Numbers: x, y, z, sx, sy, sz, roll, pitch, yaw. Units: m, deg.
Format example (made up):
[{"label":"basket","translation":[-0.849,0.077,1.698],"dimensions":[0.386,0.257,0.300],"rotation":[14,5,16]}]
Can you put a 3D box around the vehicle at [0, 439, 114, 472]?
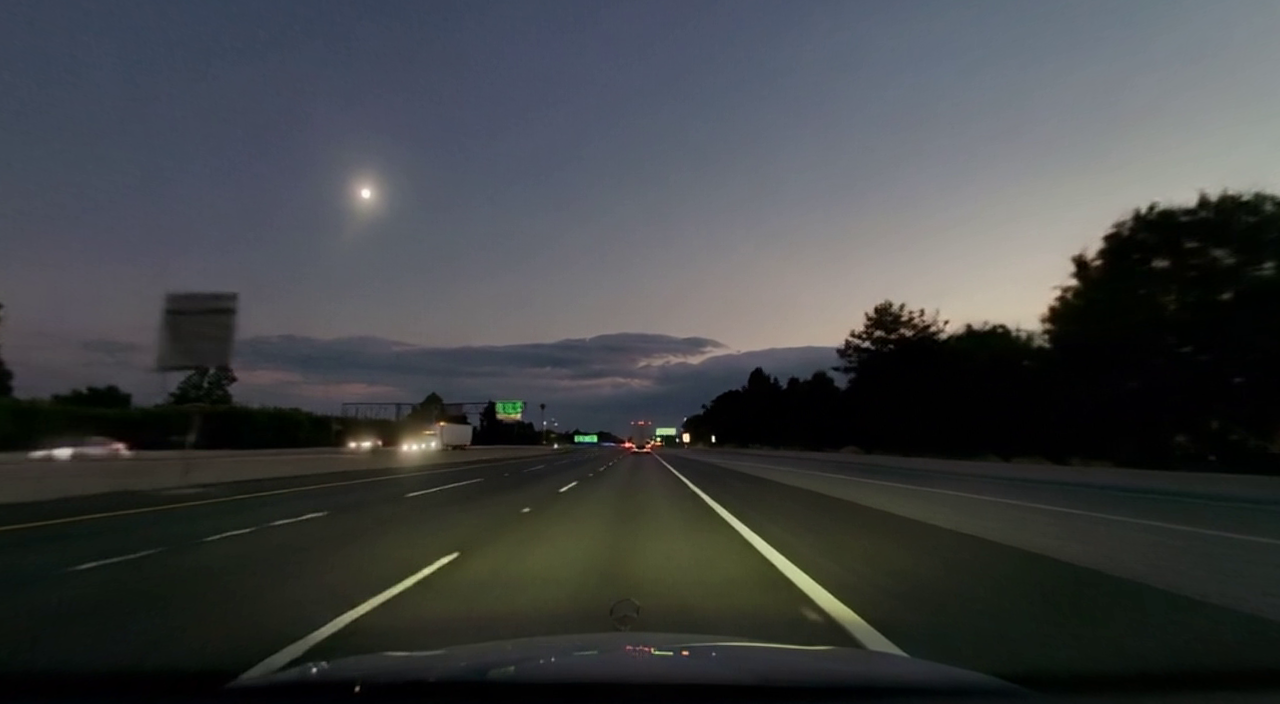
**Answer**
[{"label":"vehicle","translation":[-28.059,4.899,29.986],"dimensions":[1.839,1.446,4.548],"rotation":[0,-8,1]}]
